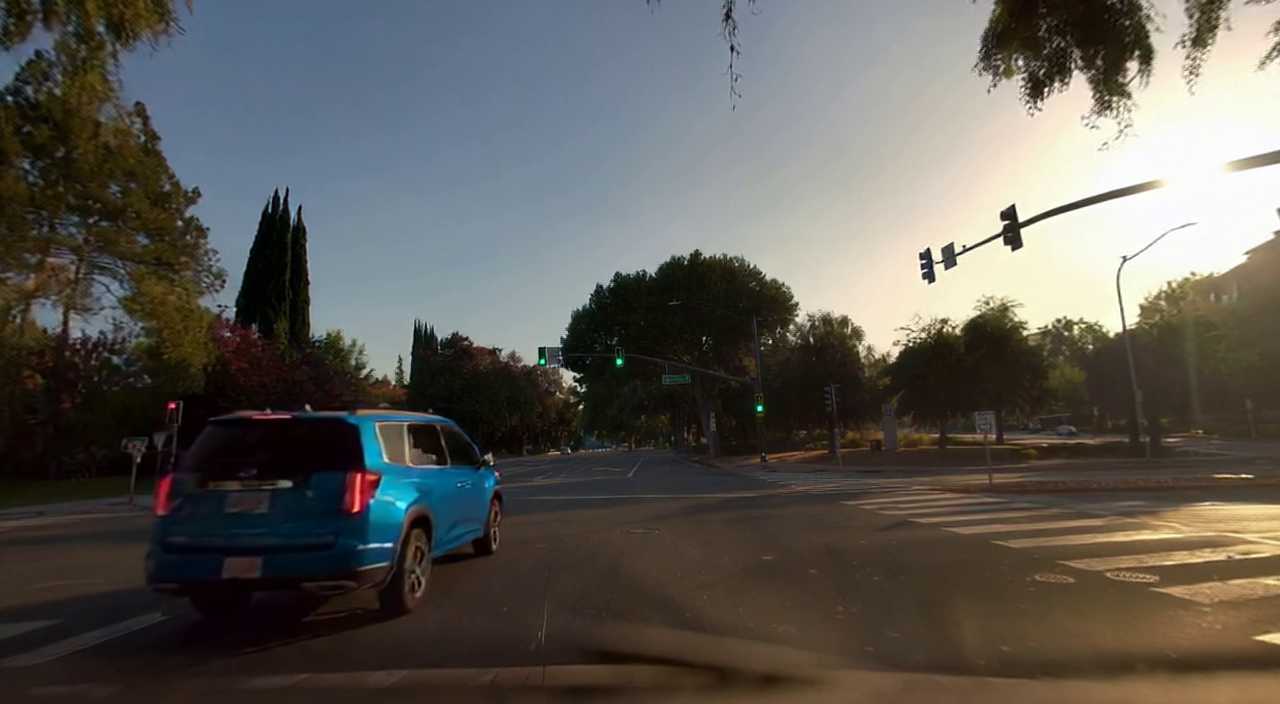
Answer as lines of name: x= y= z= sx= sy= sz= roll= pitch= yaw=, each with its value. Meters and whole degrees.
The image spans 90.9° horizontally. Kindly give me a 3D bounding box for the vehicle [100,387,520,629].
vehicle: x=-2.931 y=1.496 z=7.041 sx=2.123 sy=1.799 sz=4.425 roll=-1 pitch=-8 yaw=2
